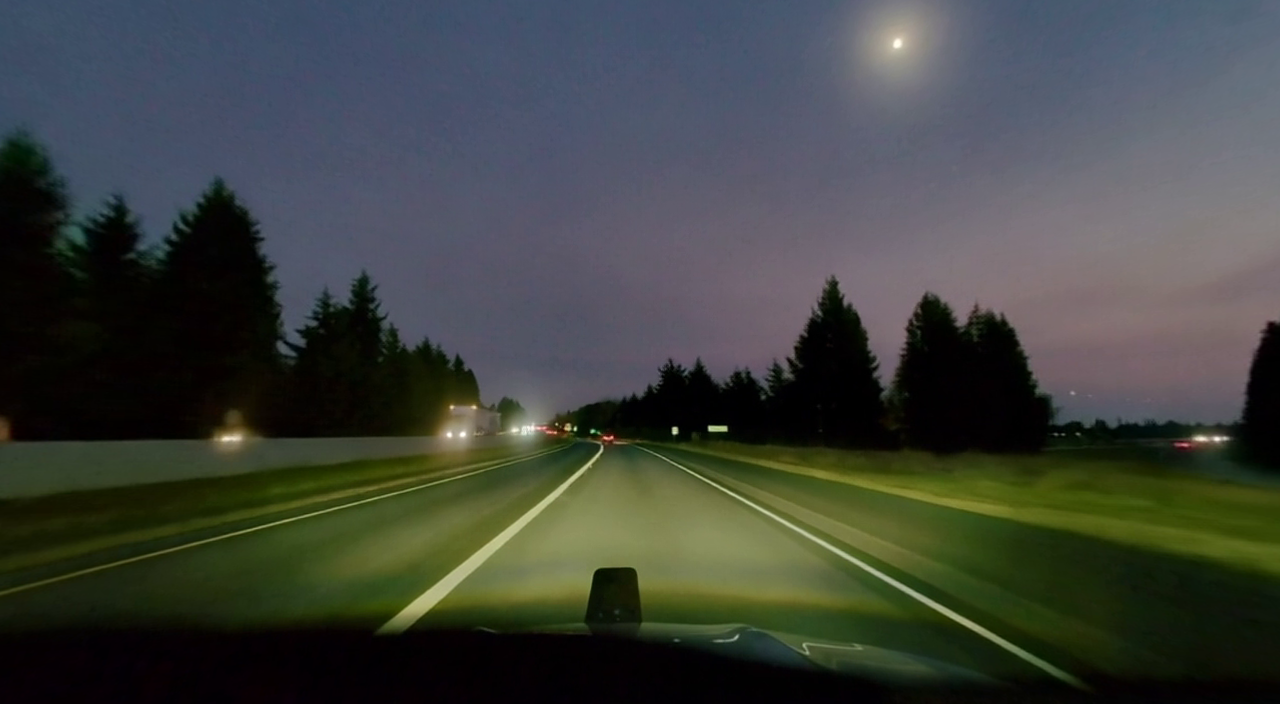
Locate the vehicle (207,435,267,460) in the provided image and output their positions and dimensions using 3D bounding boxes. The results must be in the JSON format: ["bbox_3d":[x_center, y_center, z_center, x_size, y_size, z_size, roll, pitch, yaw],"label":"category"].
[{"bbox_3d":[-25.351,5.997,39.847,1.863,1.467,4.431,2,-7,-15],"label":"vehicle"}]
